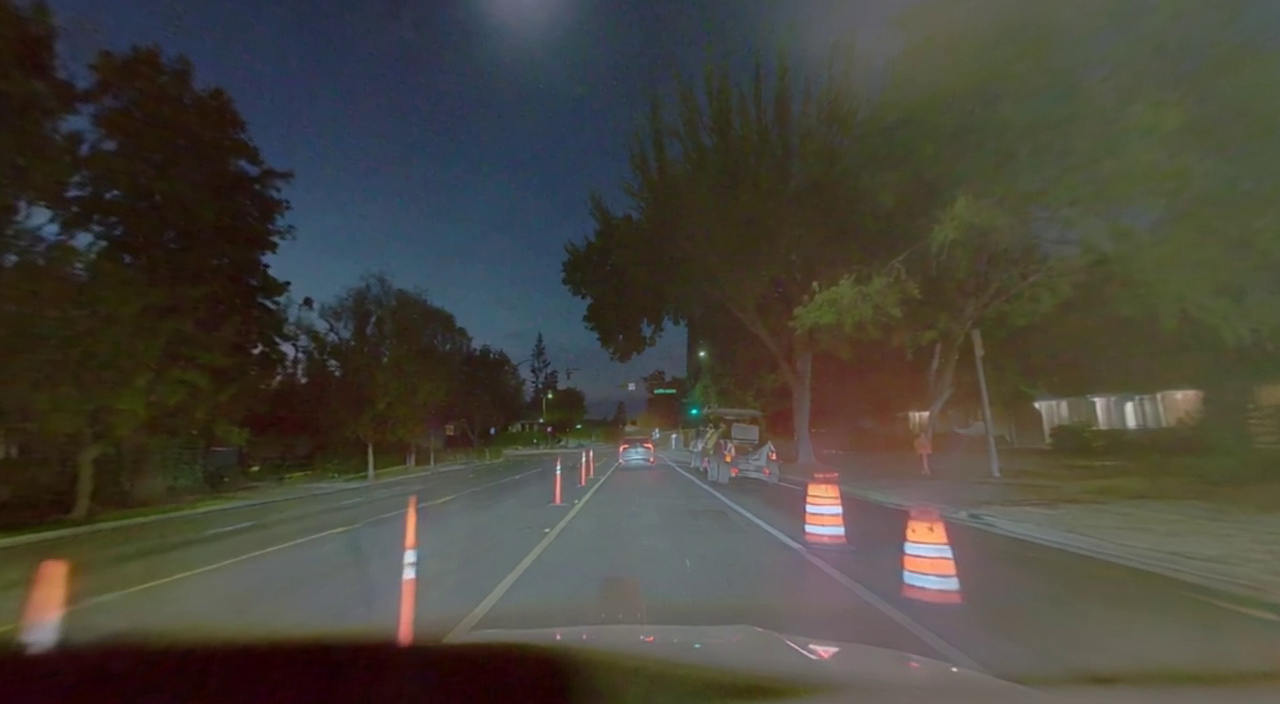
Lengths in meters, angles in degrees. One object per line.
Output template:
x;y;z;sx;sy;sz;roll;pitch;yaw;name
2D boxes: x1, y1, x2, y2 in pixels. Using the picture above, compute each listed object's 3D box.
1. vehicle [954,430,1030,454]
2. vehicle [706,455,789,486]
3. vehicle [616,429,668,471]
24.450;6.267;43.767;4.151;1.429;1.743;-3;-8;3;vehicle
3.418;3.848;20.601;2.123;0.883;3.024;0;-8;-1;vehicle
0.026;4.348;28.066;2.151;1.708;4.084;0;-8;-1;vehicle
